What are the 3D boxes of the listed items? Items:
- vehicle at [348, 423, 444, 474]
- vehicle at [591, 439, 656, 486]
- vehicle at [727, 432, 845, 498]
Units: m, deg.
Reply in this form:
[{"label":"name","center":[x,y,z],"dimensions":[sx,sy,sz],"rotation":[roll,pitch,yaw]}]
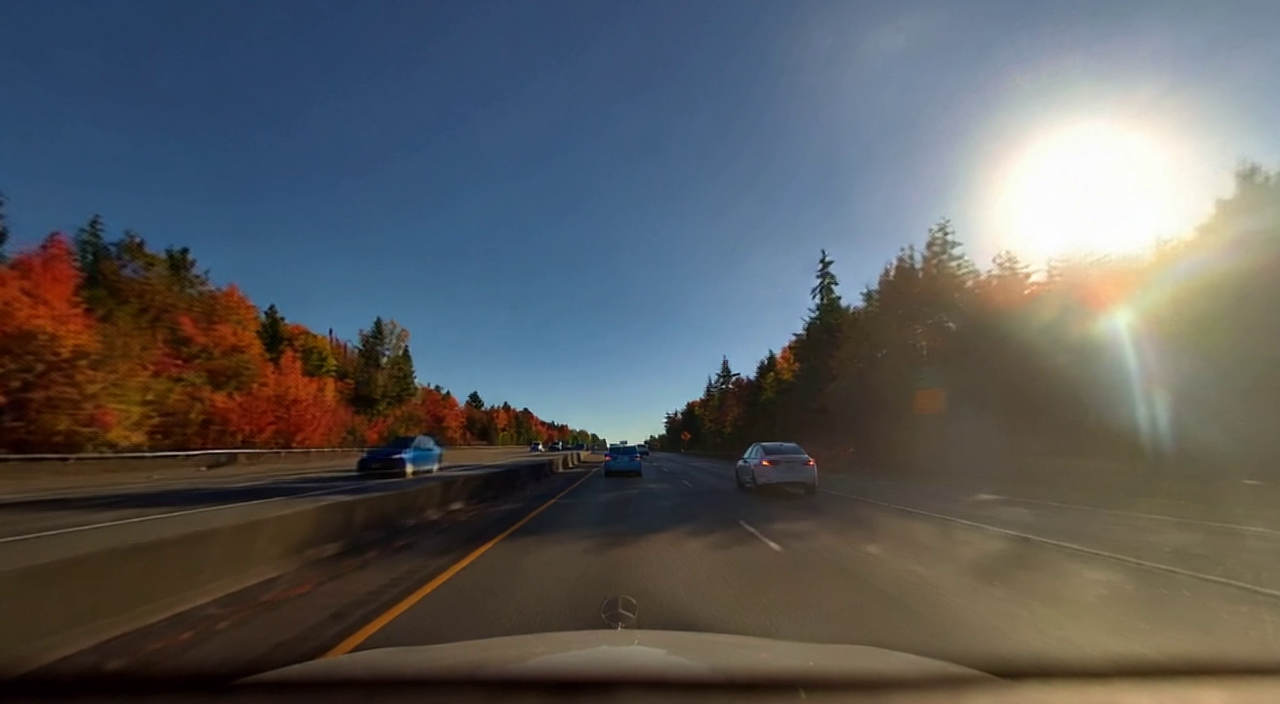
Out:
[{"label":"vehicle","center":[-9.503,3.840,24.871],"dimensions":[2.086,1.802,4.337],"rotation":[0,-9,-1]},{"label":"vehicle","center":[-0.556,3.956,22.730],"dimensions":[2.128,1.516,4.410],"rotation":[0,-9,0]},{"label":"vehicle","center":[3.912,3.135,17.649],"dimensions":[2.300,1.595,4.144],"rotation":[-1,-9,0]}]
